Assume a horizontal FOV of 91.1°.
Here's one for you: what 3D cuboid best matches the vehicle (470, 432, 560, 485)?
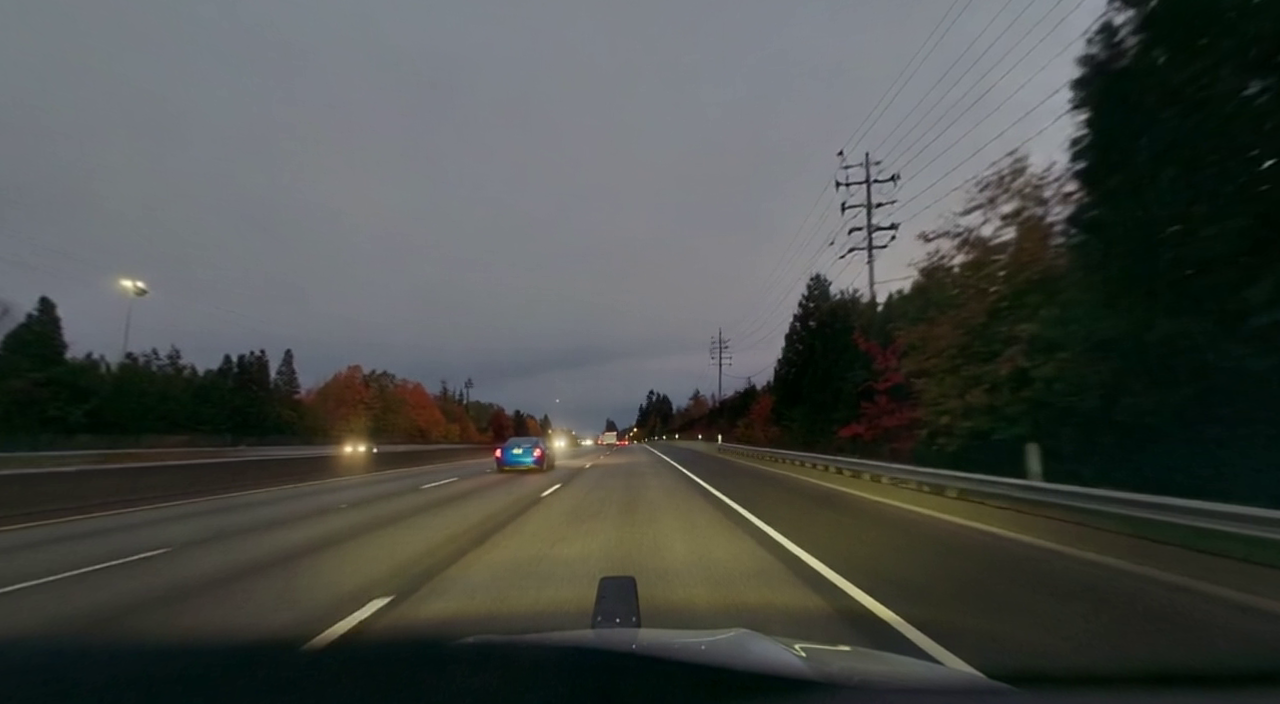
[{"bbox_3d":[-3.858,3.348,20.214,2.025,1.475,4.379,0,-8,-1],"label":"vehicle"}]
